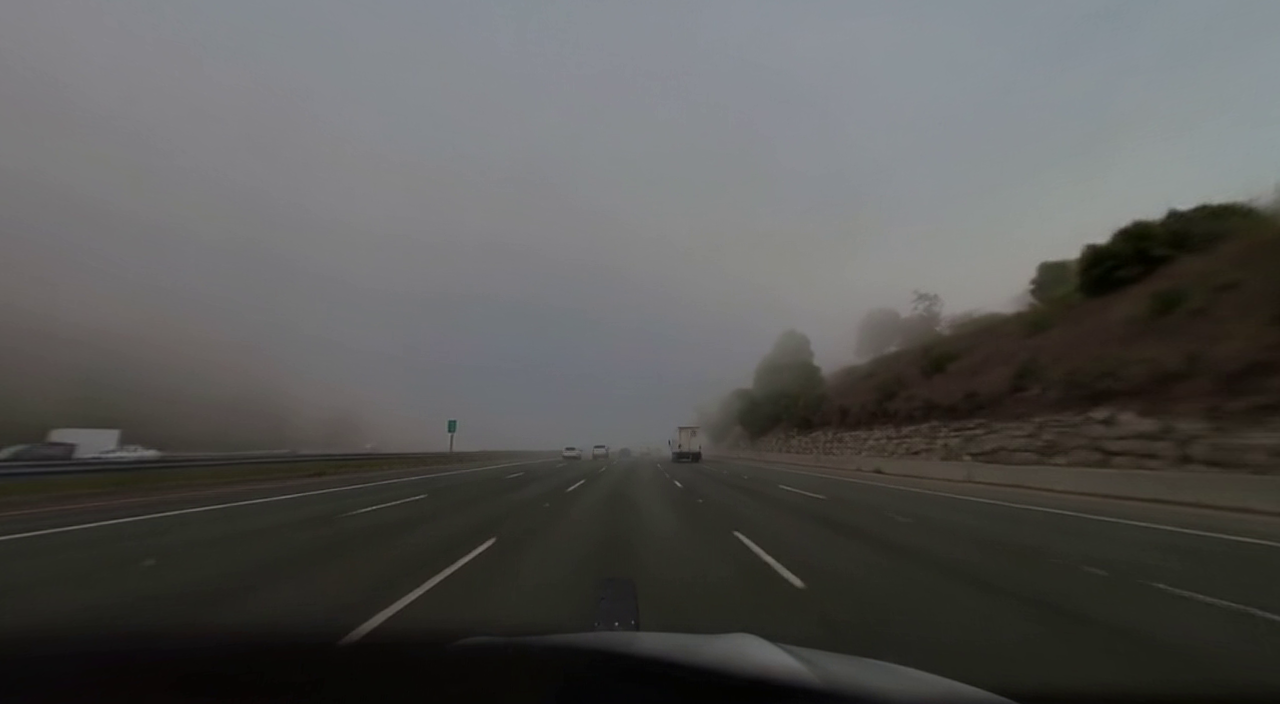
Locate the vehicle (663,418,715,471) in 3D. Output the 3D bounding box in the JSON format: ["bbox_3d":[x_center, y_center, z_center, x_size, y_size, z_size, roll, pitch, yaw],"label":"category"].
[{"bbox_3d":[3.148,6.267,42.483,2.795,3.187,7.205,-1,-9,-1],"label":"vehicle"}]
